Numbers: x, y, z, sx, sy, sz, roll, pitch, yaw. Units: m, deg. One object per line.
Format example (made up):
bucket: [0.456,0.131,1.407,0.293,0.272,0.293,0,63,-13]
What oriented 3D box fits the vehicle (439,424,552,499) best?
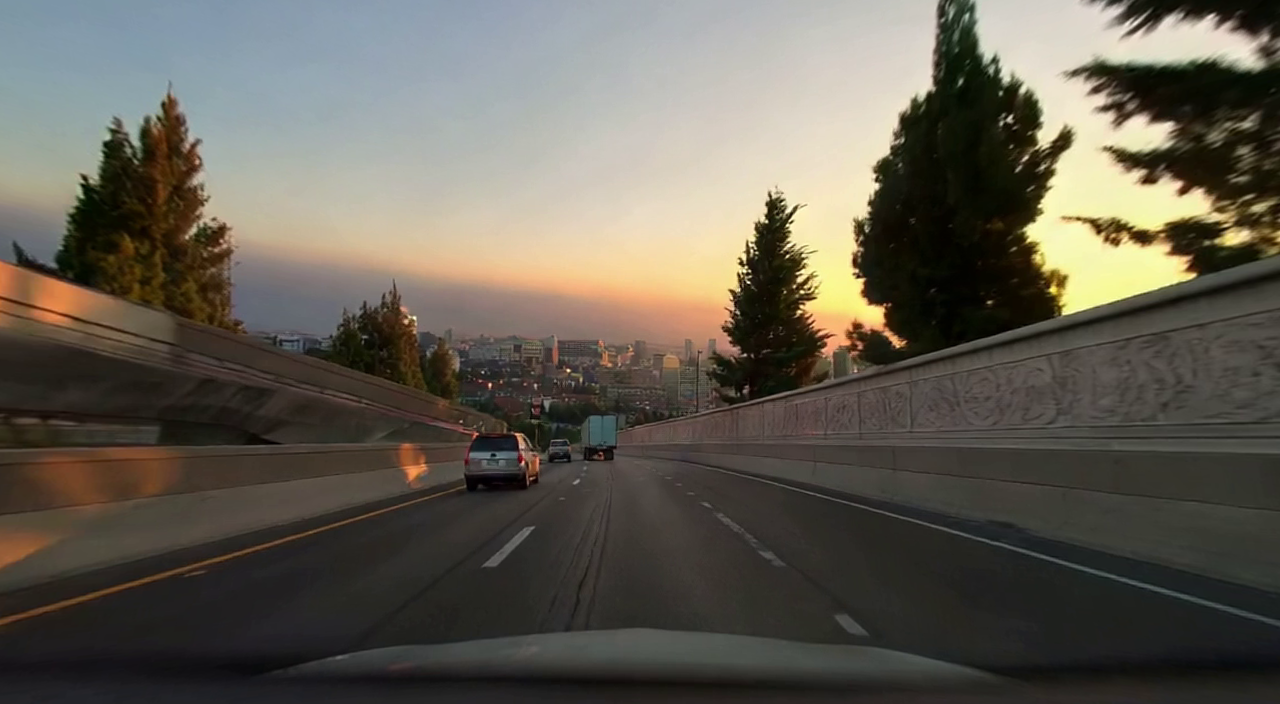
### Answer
vehicle: [-3.691,2.889,16.978,2.041,1.734,4.391,0,-9,-1]

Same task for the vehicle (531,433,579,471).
vehicle: [-4.266,5.101,32.245,2.044,1.740,4.361,1,-9,-2]
